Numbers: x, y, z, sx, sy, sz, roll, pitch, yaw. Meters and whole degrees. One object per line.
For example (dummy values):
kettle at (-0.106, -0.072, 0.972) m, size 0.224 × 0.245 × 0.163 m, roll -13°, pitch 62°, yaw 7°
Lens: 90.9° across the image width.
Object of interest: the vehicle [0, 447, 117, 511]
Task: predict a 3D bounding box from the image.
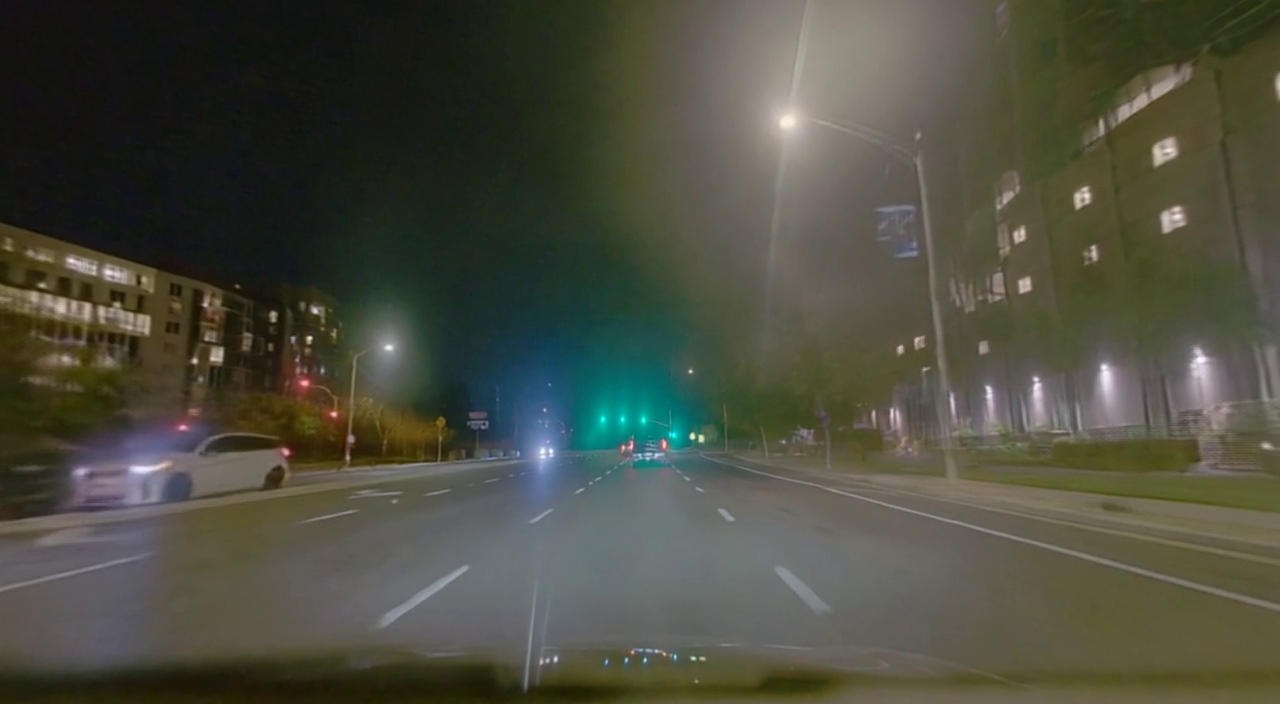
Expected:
vehicle at (-19.392, 3.831, 19.354) m, size 2.165 × 1.795 × 5.003 m, roll 0°, pitch -8°, yaw 3°

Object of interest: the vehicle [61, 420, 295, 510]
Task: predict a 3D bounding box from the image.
vehicle at (-11.514, 2.841, 16.358) m, size 2.155 × 1.941 × 4.977 m, roll 0°, pitch -8°, yaw 2°

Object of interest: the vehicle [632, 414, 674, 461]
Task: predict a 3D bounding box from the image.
vehicle at (0.838, 6.467, 47.157) m, size 2.843 × 3.120 × 10.422 m, roll 0°, pitch -8°, yaw 0°
